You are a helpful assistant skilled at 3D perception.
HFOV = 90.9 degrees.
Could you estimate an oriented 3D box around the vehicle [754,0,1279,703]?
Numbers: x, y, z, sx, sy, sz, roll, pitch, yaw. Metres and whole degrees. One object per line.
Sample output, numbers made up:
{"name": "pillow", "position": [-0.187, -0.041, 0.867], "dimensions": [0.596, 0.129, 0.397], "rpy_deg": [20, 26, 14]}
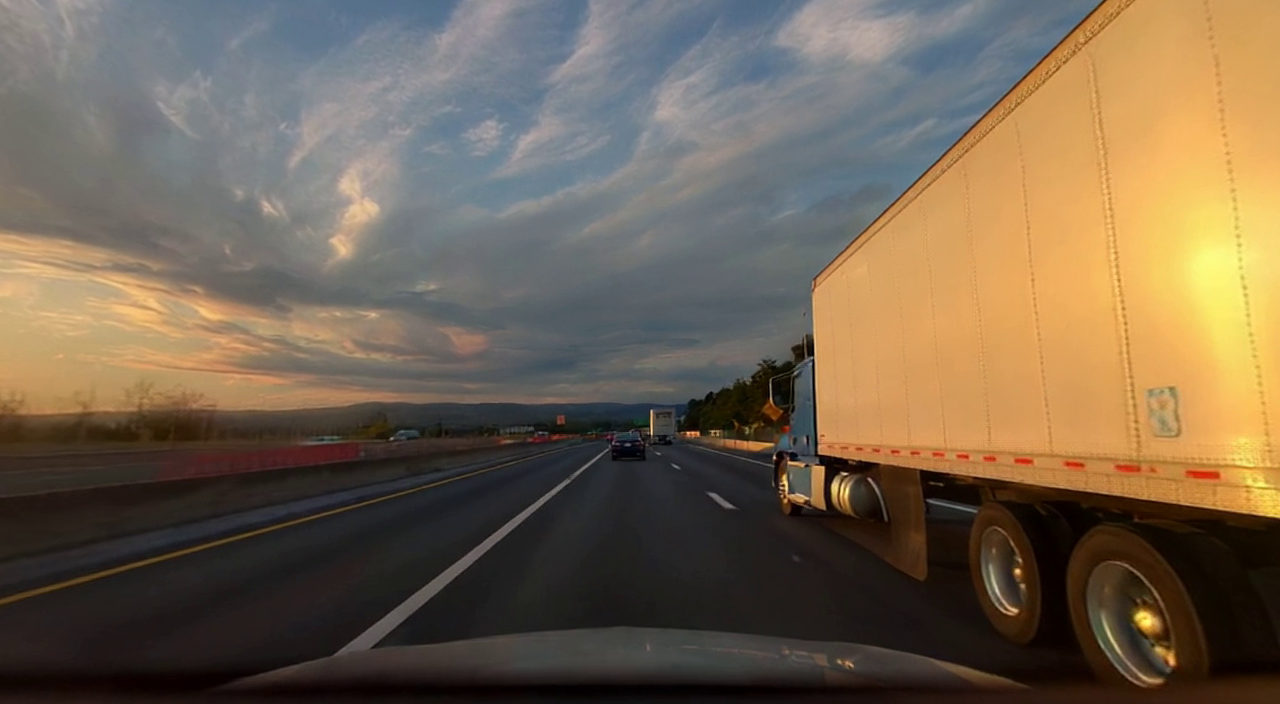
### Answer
{"name": "vehicle", "position": [3.541, 0.171, 5.091], "dimensions": [2.919, 3.634, 10.888], "rpy_deg": [0, -8, -1]}

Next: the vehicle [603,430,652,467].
{"name": "vehicle", "position": [-0.534, 4.088, 26.975], "dimensions": [1.929, 1.469, 3.677], "rpy_deg": [0, -8, -1]}
